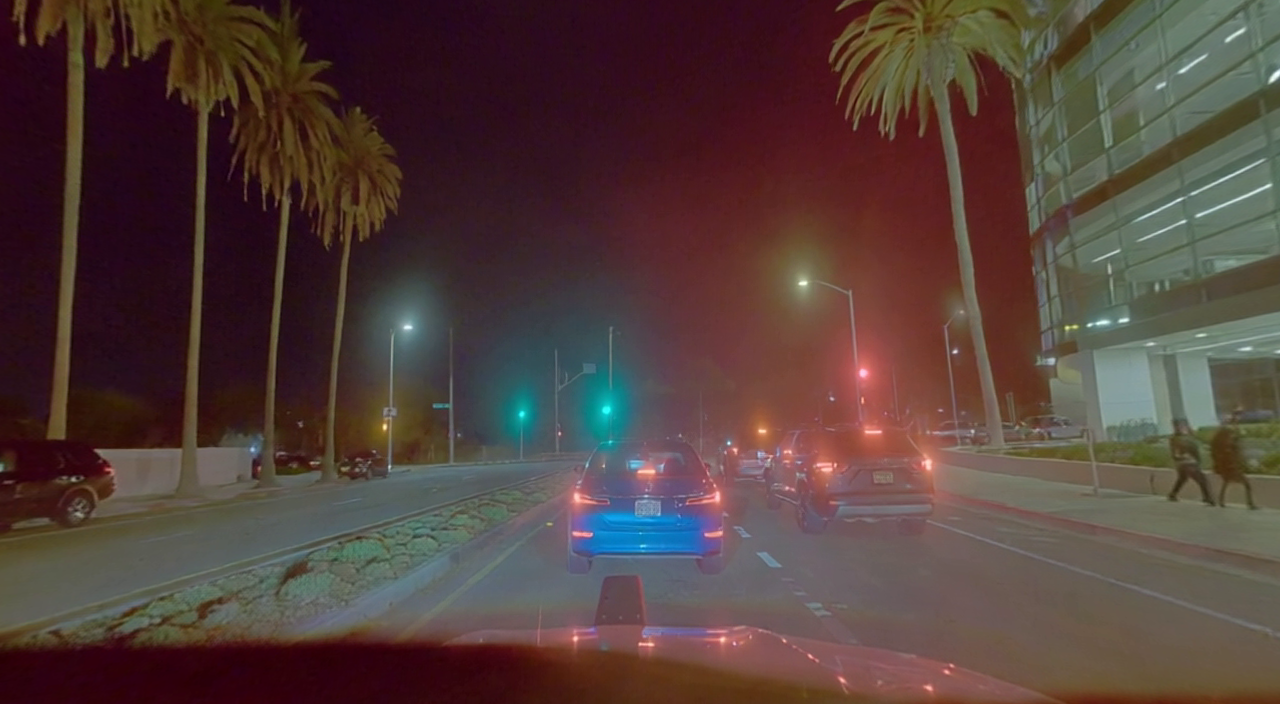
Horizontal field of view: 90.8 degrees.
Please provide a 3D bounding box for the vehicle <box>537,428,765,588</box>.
[{"bbox_3d":[0.144,1.736,7.865,2.088,1.452,3.993,0,-8,1],"label":"vehicle"}]

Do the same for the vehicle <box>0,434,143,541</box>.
[{"bbox_3d":[-13.055,2.718,12.289,2.240,1.964,5.707,-6,-8,0],"label":"vehicle"}]

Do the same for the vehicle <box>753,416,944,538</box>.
[{"bbox_3d":[3.399,2.131,11.341,2.003,1.733,4.319,0,-8,1],"label":"vehicle"}]

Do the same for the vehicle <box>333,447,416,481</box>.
[{"bbox_3d":[-13.187,5.565,31.709,1.965,1.507,4.725,-1,-8,2],"label":"vehicle"}]
